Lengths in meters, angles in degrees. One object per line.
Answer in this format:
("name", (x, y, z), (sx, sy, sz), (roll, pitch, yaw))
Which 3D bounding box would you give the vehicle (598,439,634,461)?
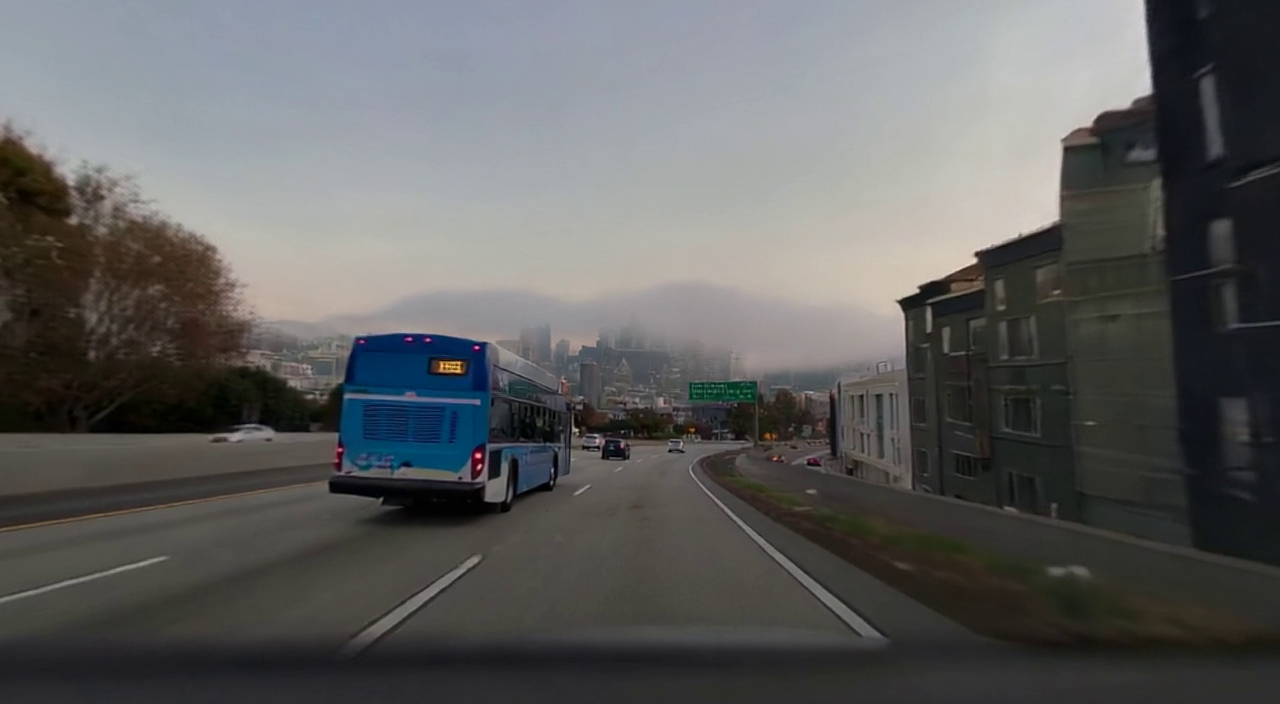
("vehicle", (-1.622, 6.931, 44.824), (1.928, 1.455, 4.361), (-2, -9, 6))

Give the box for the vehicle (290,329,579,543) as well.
("vehicle", (-3.220, 1.745, 12.915), (2.888, 2.944, 8.373), (0, -8, 1))
